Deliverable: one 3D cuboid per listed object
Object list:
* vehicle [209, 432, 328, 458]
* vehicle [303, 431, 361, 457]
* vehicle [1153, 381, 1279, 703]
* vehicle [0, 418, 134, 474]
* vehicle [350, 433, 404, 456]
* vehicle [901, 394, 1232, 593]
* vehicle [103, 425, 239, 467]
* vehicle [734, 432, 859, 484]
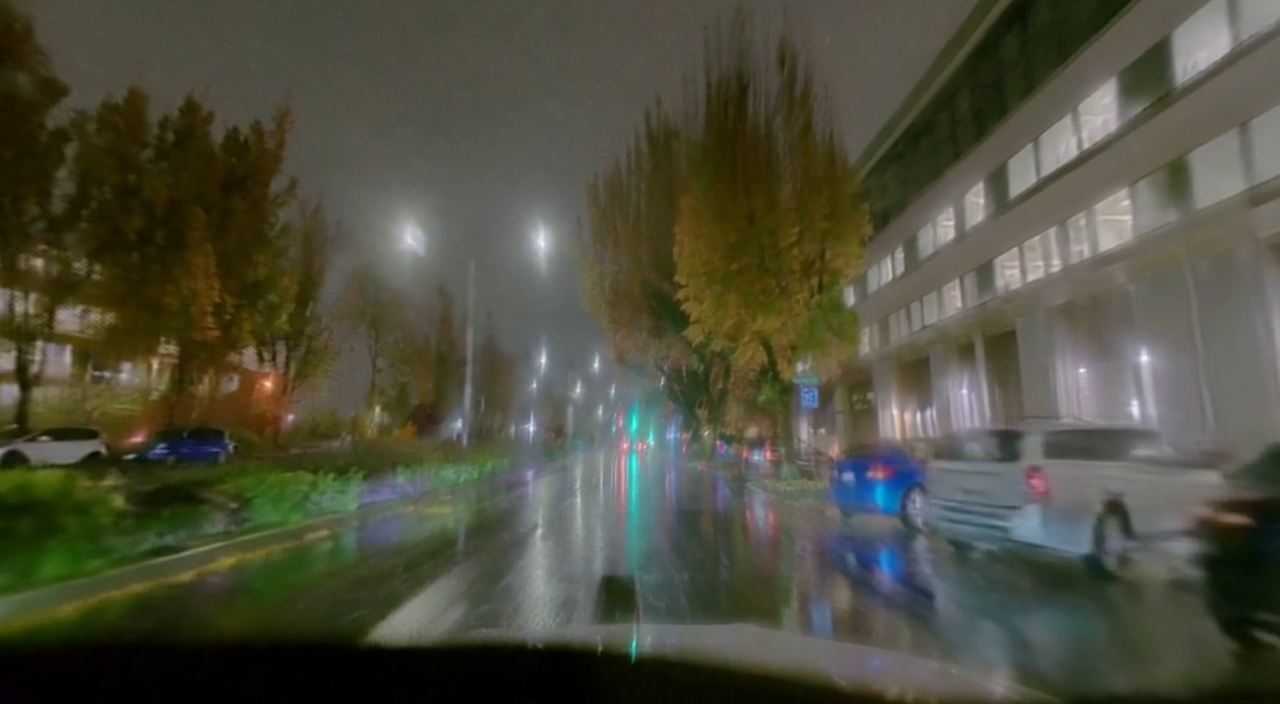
[{"bbox_3d":[-19.106,4.856,32.854,2.389,1.206,6.247,-1,-8,1],"label":"vehicle"},{"bbox_3d":[-19.081,5.721,39.144,1.792,1.554,3.682,0,-8,-1],"label":"vehicle"},{"bbox_3d":[4.752,0.967,3.508,3.531,1.529,1.903,5,-10,-35],"label":"vehicle"},{"bbox_3d":[-18.369,2.891,19.332,1.811,1.502,4.639,-1,-8,-1],"label":"vehicle"},{"bbox_3d":[-18.778,6.630,45.136,1.909,1.518,4.459,-1,-8,1],"label":"vehicle"},{"bbox_3d":[4.909,1.433,7.144,3.689,1.643,1.844,6,-10,-36],"label":"vehicle"},{"bbox_3d":[-18.662,3.794,25.396,1.869,1.494,4.833,0,-8,-1],"label":"vehicle"},{"bbox_3d":[5.055,3.359,20.238,3.765,1.497,1.831,5,-10,-35],"label":"vehicle"}]
